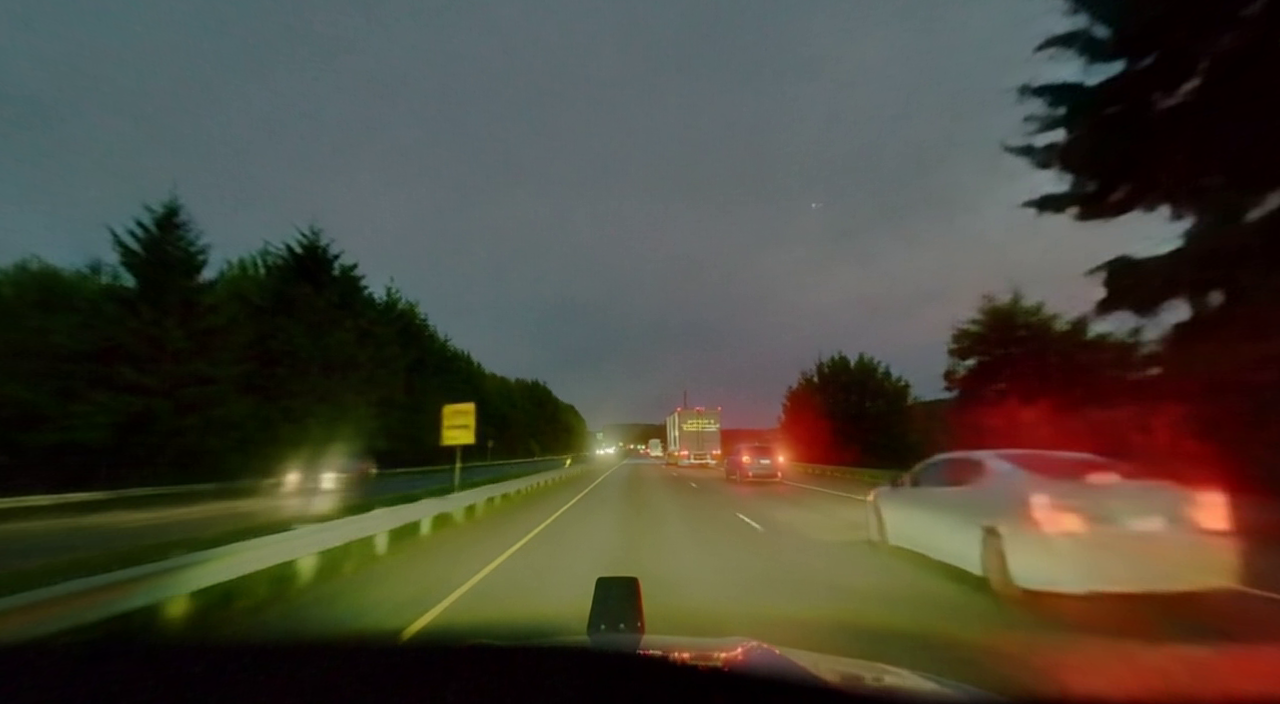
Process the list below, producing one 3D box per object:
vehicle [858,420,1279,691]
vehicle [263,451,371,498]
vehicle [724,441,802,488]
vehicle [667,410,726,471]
[{"bbox_3d":[3.981,1.509,6.016,2.031,1.491,4.883,0,-9,0],"label":"vehicle"},{"bbox_3d":[-12.800,4.829,25.311,1.948,1.685,4.434,0,-9,0],"label":"vehicle"},{"bbox_3d":[4.742,4.422,25.081,2.118,1.688,4.715,0,-9,-1],"label":"vehicle"},{"bbox_3d":[4.118,7.121,49.885,3.231,4.102,14.393,0,-9,0],"label":"vehicle"}]
